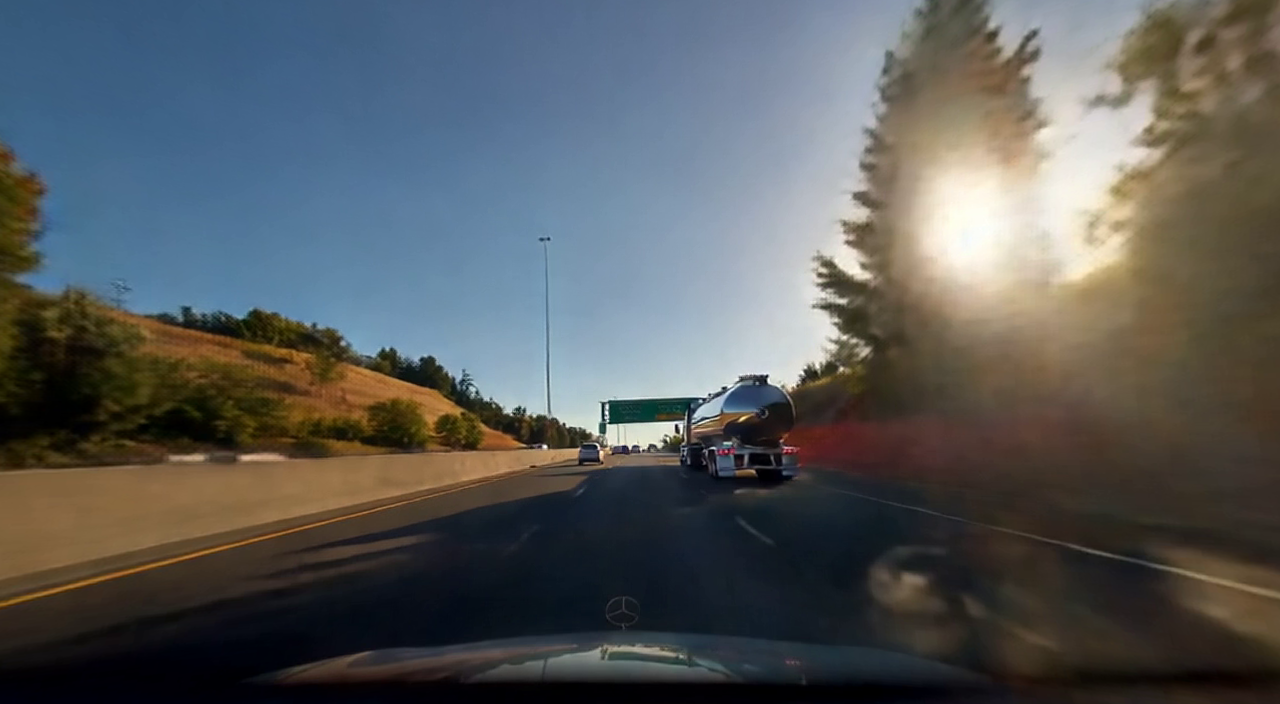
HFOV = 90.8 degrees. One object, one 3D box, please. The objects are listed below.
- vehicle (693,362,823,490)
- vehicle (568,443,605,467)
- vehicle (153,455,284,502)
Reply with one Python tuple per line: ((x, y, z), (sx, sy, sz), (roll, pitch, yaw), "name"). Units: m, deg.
((3.871, 2.890, 23.448), (2.759, 3.734, 9.708), (0, -9, -1), "vehicle")
((-3.396, 6.633, 40.667), (1.986, 1.458, 4.506), (0, -9, 0), "vehicle")
((-14.688, 4.400, 22.298), (1.806, 1.456, 4.009), (0, -9, 0), "vehicle")
